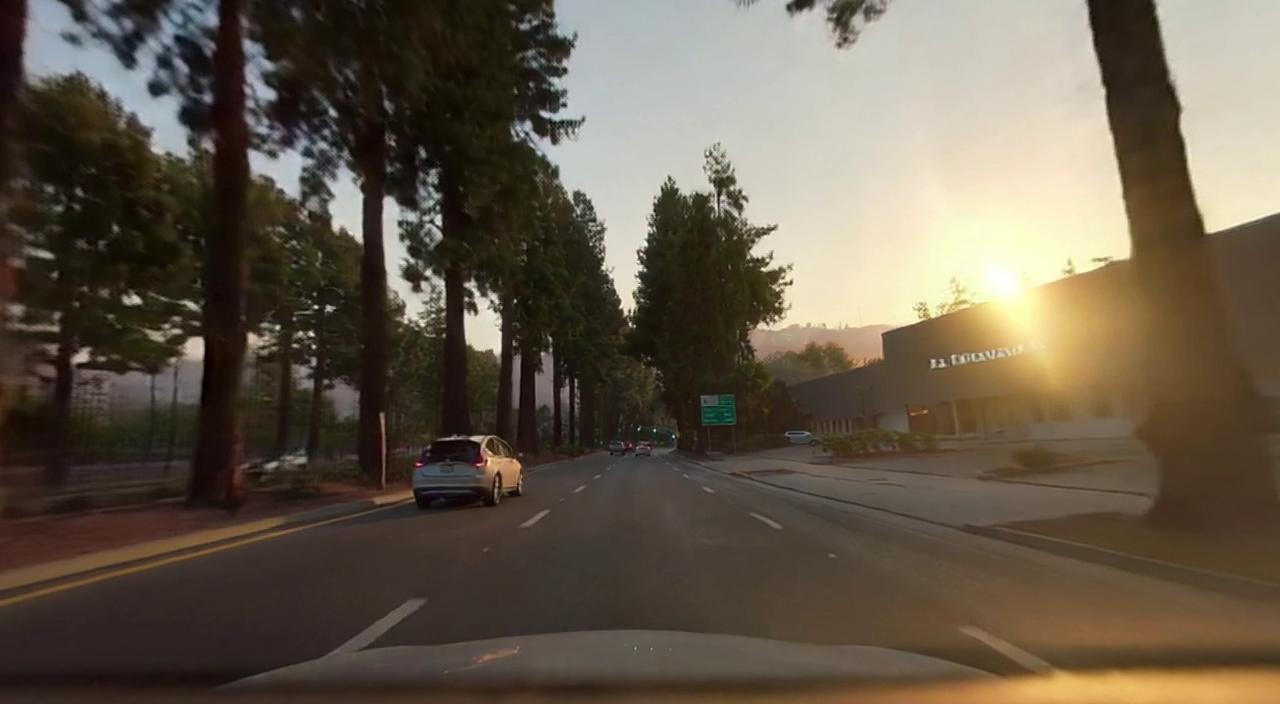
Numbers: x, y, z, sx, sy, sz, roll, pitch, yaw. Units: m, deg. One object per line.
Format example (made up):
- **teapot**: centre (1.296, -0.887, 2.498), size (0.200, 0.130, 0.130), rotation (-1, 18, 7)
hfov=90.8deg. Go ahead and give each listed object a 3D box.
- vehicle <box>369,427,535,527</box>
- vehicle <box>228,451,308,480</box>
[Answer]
- **vehicle**: centre (-3.379, 2.326, 12.340), size (1.942, 1.588, 4.172), rotation (0, -8, 0)
- **vehicle**: centre (-20.794, 6.333, 35.550), size (1.773, 1.457, 4.419), rotation (0, -8, 1)
